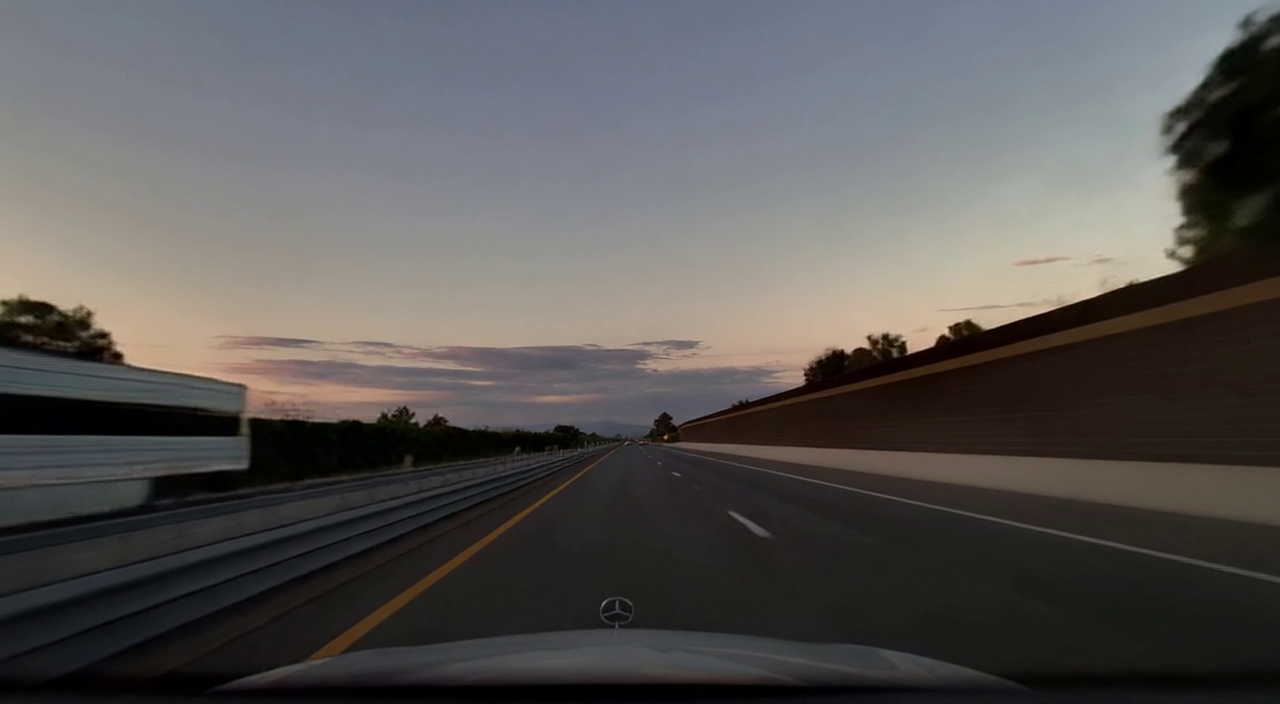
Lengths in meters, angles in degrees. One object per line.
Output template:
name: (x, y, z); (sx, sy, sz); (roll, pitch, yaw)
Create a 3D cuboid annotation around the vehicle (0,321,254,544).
vehicle: (-13.352, 1.582, 12.134); (3.177, 4.058, 14.074); (0, -8, -1)
